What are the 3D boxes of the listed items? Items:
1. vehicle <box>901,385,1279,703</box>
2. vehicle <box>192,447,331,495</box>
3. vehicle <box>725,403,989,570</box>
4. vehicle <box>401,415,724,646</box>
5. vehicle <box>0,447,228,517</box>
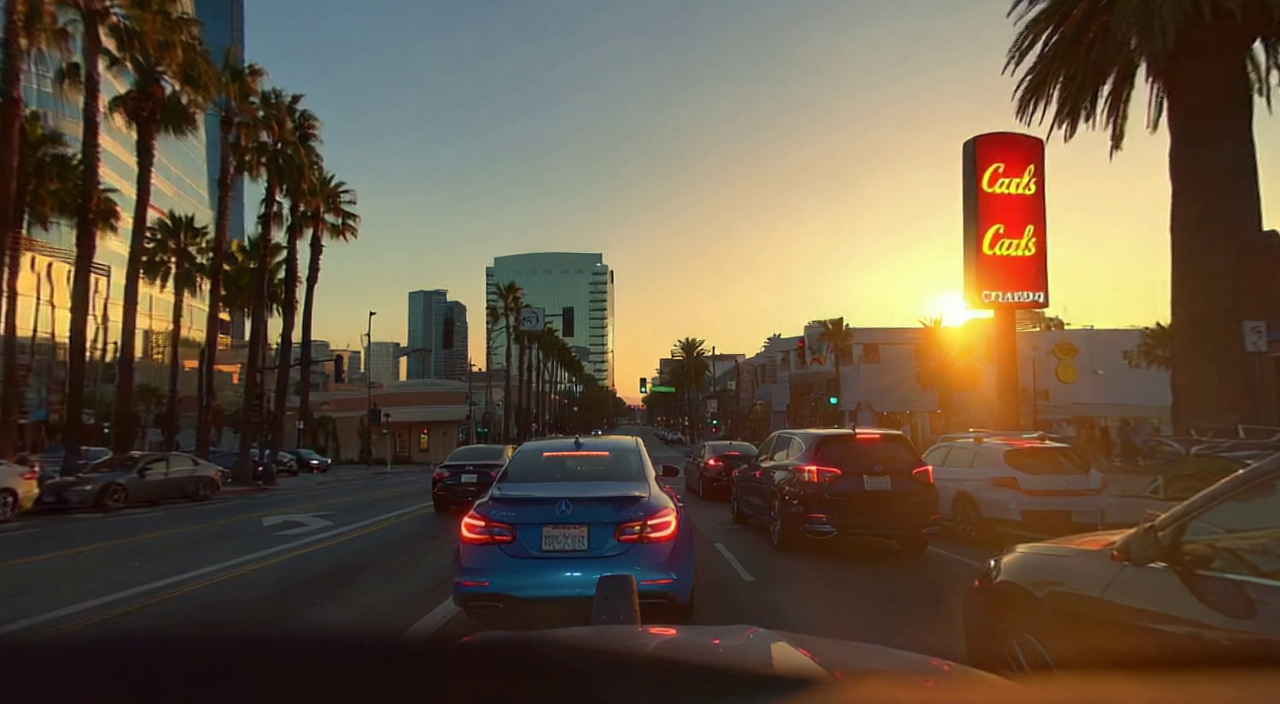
[{"bbox_3d":[2.620,0.812,1.481,2.085,1.469,4.458,0,-9,0],"label":"vehicle"},{"bbox_3d":[-12.861,4.025,21.889,1.856,1.455,4.700,0,-9,0],"label":"vehicle"},{"bbox_3d":[2.639,1.775,9.078,2.096,1.775,4.440,0,-9,-1],"label":"vehicle"},{"bbox_3d":[-0.519,1.472,6.235,2.096,1.492,4.071,0,-9,0],"label":"vehicle"},{"bbox_3d":[-12.857,3.142,15.928,1.870,1.475,4.531,0,-9,0],"label":"vehicle"}]
